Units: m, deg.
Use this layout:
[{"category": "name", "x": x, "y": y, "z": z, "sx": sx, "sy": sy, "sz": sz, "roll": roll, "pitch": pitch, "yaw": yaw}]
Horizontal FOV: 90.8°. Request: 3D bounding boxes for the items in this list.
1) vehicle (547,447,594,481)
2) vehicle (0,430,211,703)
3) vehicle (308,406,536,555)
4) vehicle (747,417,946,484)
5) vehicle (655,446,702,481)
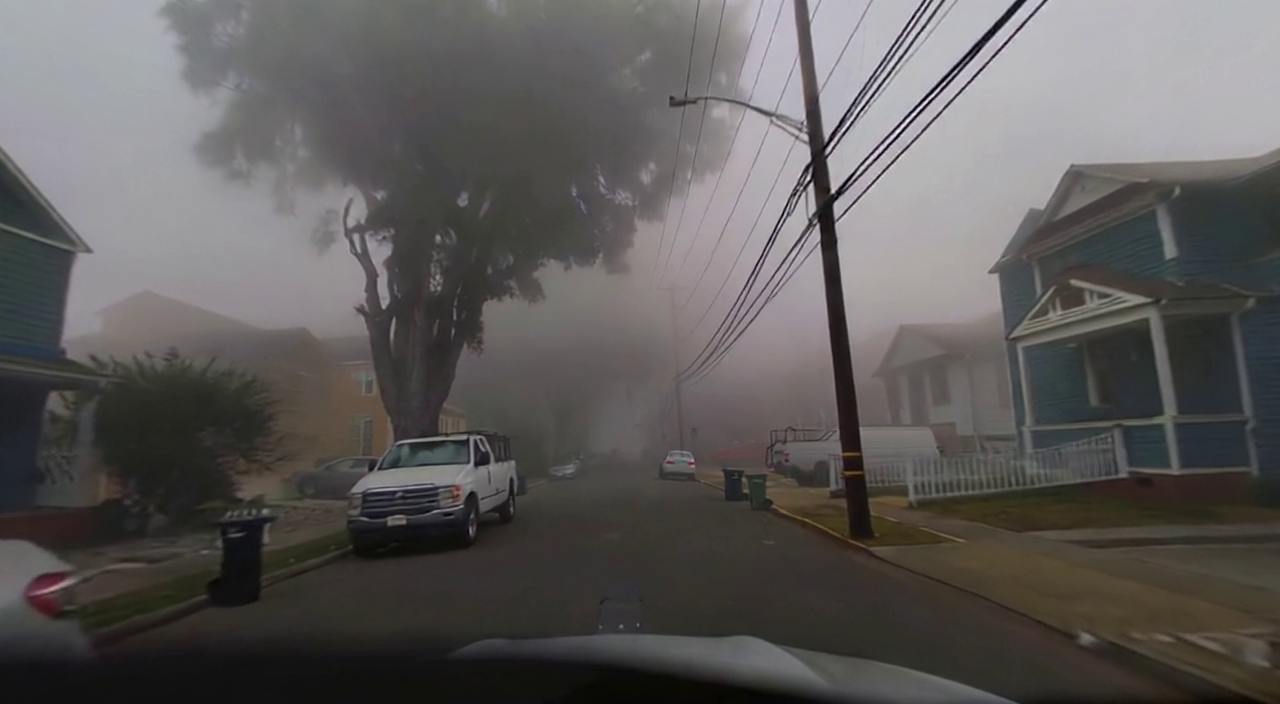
[{"category": "vehicle", "x": -4.307, "y": 6.974, "z": 39.715, "sx": 2.204, "sy": 1.655, "sz": 4.813, "roll": -8, "pitch": -8, "yaw": -1}, {"category": "vehicle", "x": -3.371, "y": 0.946, "z": 0.983, "sx": 2.071, "sy": 1.485, "sz": 4.610, "roll": -6, "pitch": -8, "yaw": 3}, {"category": "vehicle", "x": -3.735, "y": 2.293, "z": 12.264, "sx": 2.399, "sy": 2.085, "sz": 5.589, "roll": -3, "pitch": -8, "yaw": 0}, {"category": "vehicle", "x": 6.803, "y": 3.292, "z": 21.352, "sx": 5.974, "sy": 2.066, "sz": 2.152, "roll": 0, "pitch": -7, "yaw": -1}, {"category": "vehicle", "x": 1.932, "y": 5.766, "z": 33.002, "sx": 2.043, "sy": 1.631, "sz": 4.613, "roll": 0, "pitch": -8, "yaw": -1}]
